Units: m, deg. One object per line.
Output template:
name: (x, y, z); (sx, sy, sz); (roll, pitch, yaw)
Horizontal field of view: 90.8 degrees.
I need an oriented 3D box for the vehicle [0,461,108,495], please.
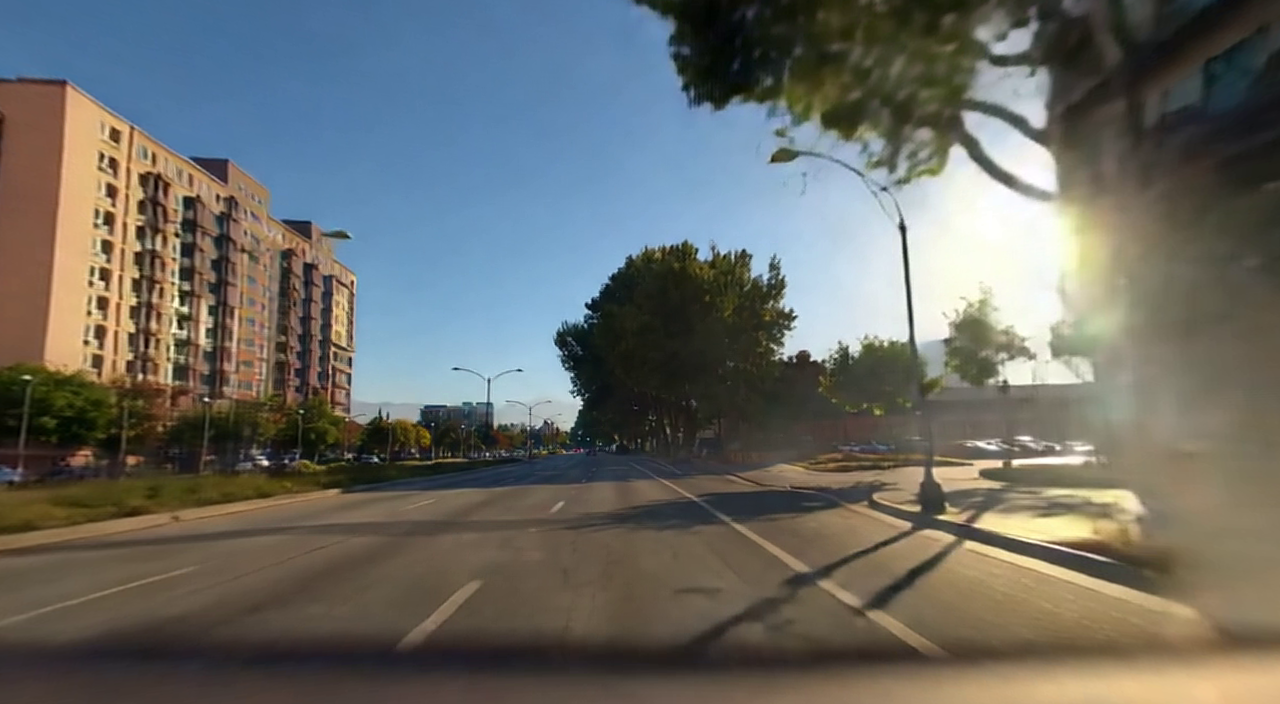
vehicle: (-32.948, 7.036, 35.638); (2.034, 1.618, 4.667); (0, -8, -5)
